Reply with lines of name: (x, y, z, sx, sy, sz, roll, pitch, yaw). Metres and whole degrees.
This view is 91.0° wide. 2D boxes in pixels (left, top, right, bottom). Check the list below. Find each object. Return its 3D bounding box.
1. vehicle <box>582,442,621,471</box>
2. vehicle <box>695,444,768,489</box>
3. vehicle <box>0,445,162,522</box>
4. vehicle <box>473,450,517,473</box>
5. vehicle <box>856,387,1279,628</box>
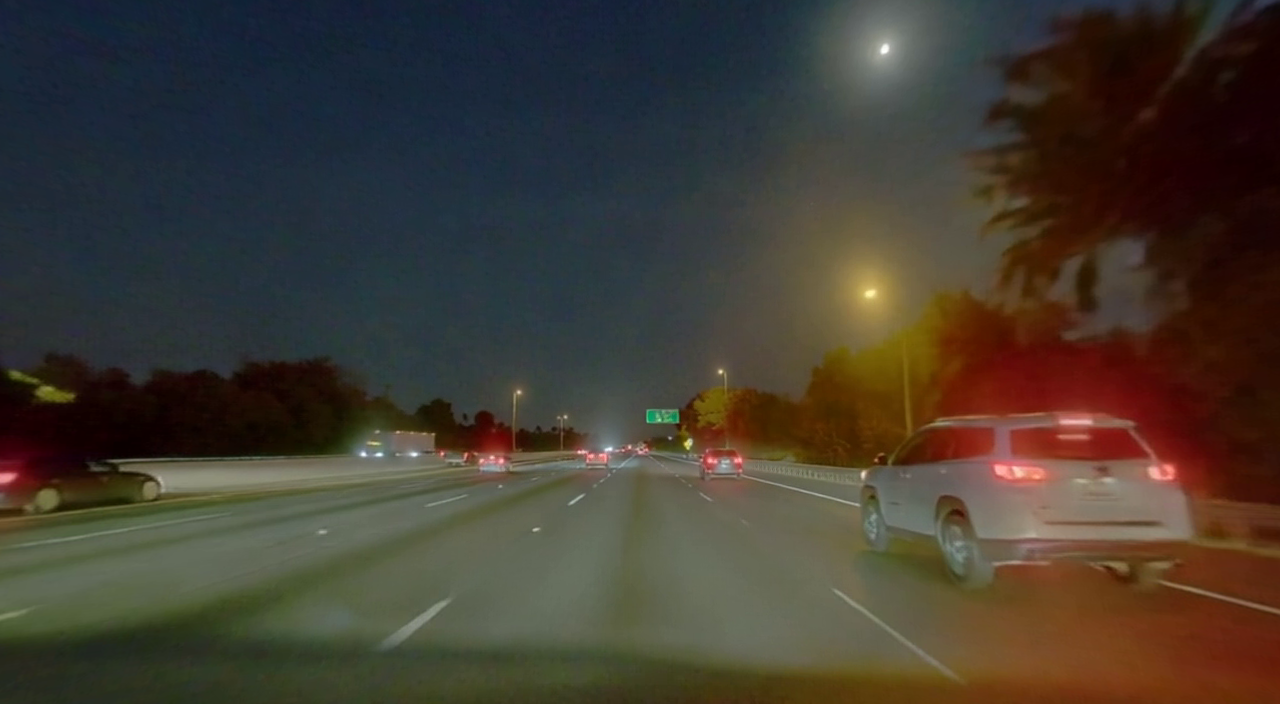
vehicle: (-2.676, 7.518, 45.452, 2.449, 1.929, 5.503, 0, -9, 0)
vehicle: (3.426, 4.375, 24.434, 2.126, 1.529, 4.438, 0, -9, 0)
vehicle: (-13.676, 2.857, 14.094, 1.959, 1.520, 5.068, 0, -9, 0)
vehicle: (-10.298, 7.767, 44.956, 1.974, 1.472, 4.684, 0, -9, 1)
vehicle: (4.411, 1.510, 7.135, 2.218, 1.776, 4.807, 0, -9, 0)
